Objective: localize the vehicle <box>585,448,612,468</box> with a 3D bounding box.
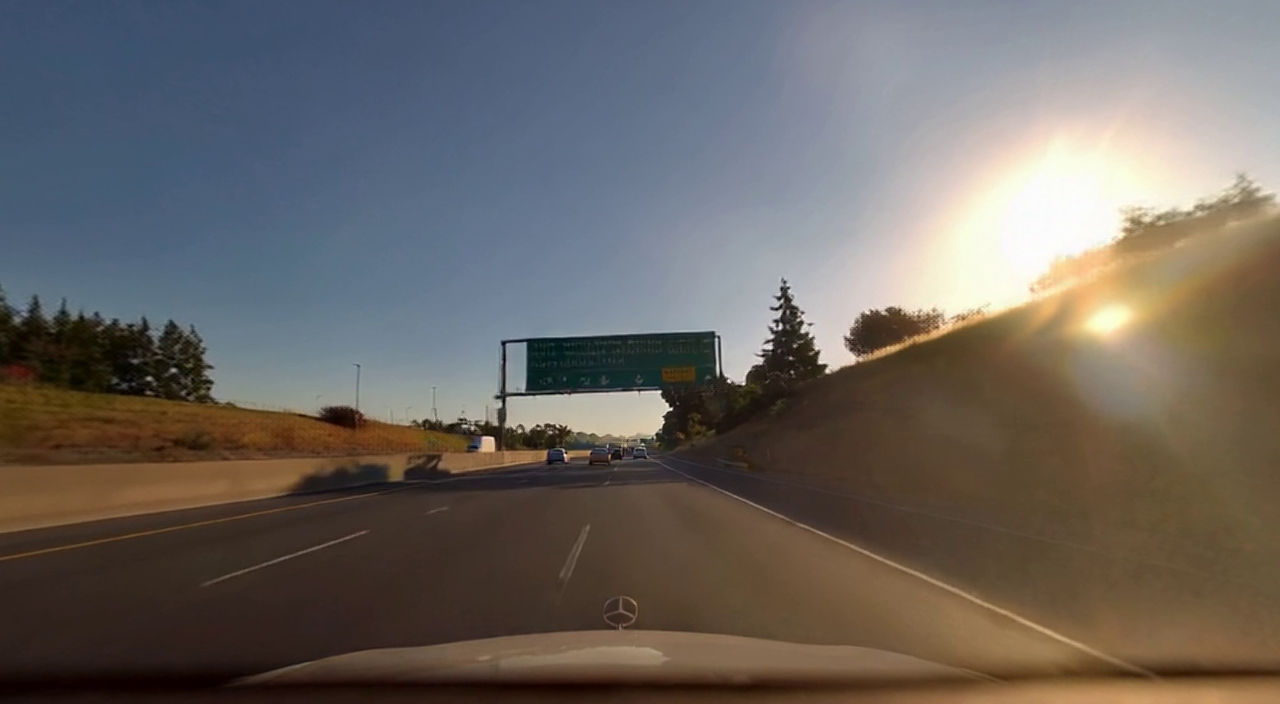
[{"bbox_3d":[-3.145,8.079,47.935,1.895,1.482,3.852,0,-9,-1],"label":"vehicle"}]
